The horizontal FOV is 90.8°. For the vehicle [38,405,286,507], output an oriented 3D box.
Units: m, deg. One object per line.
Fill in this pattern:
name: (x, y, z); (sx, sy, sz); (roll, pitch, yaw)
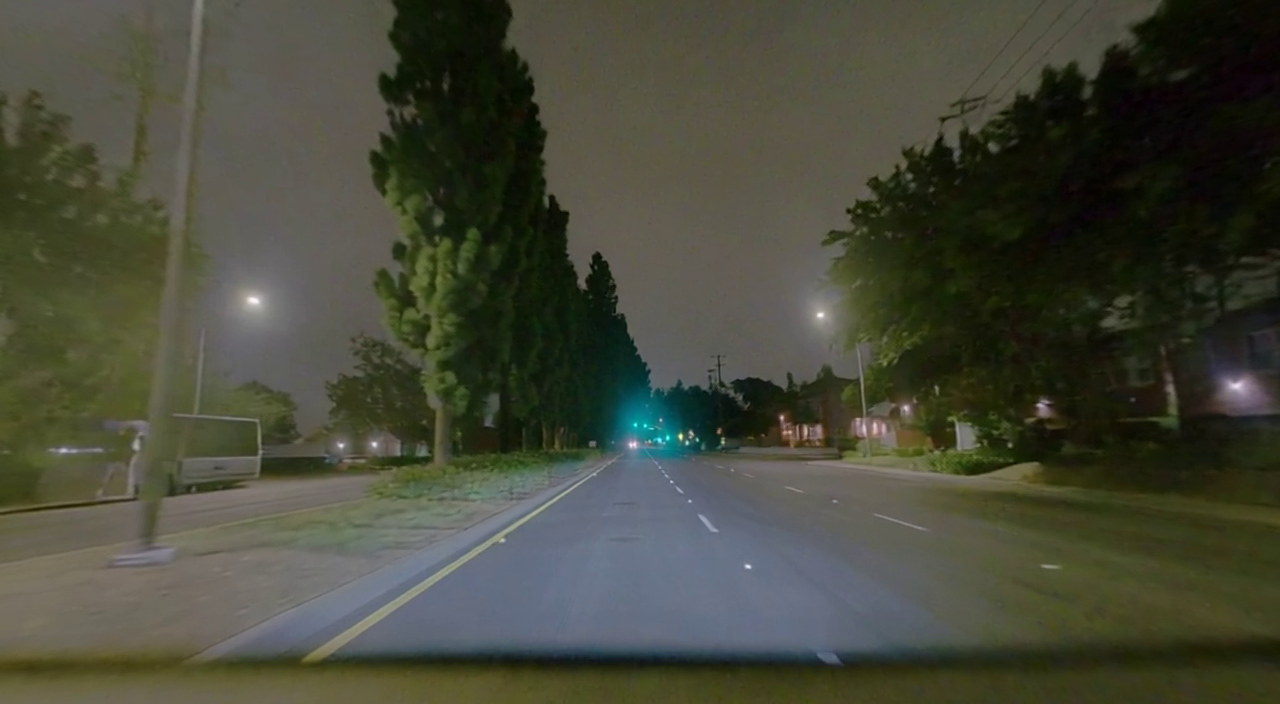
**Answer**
vehicle: (-19.511, 4.365, 27.091); (2.866, 3.528, 9.798); (0, -8, 0)
